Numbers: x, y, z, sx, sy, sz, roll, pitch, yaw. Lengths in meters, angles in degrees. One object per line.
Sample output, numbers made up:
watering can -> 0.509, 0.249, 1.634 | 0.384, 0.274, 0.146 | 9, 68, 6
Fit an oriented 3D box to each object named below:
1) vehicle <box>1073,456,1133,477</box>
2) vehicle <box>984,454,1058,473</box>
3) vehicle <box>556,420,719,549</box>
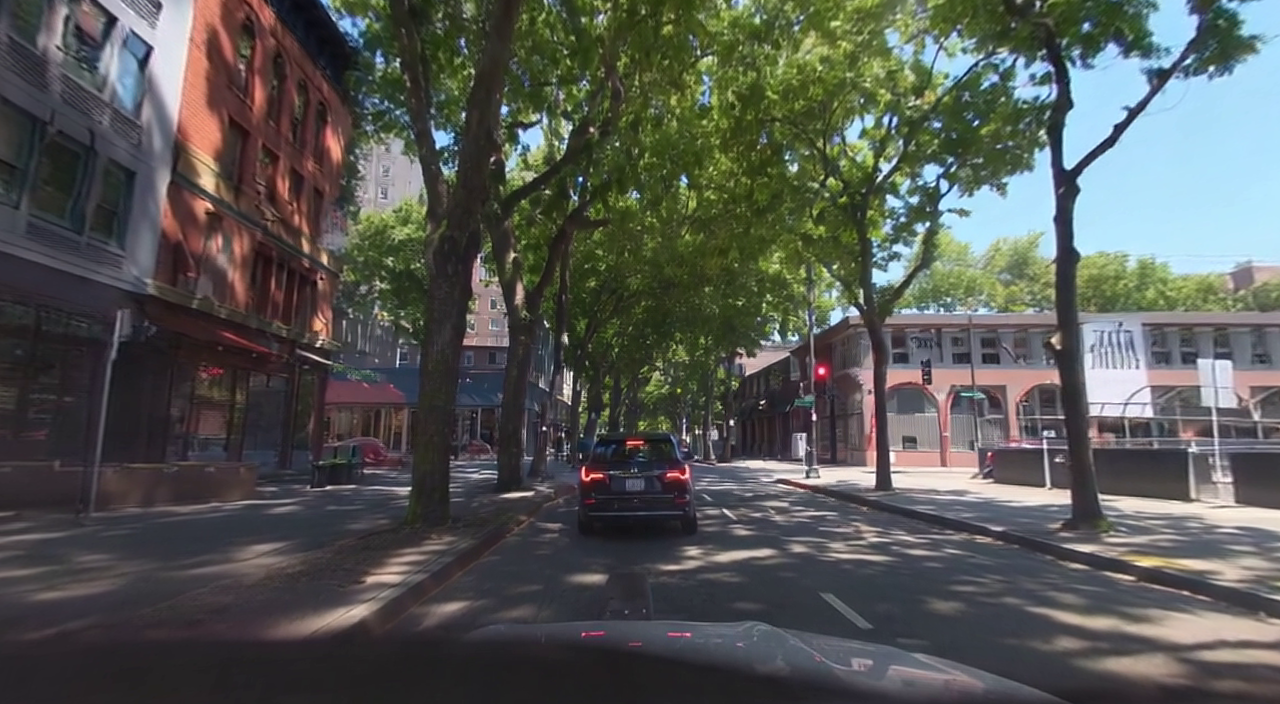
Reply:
vehicle -> 36.251, 8.971, 49.404 | 3.445, 1.363, 1.608 | 3, -7, -1
vehicle -> 29.774, 8.696, 49.308 | 4.668, 1.441, 1.904 | 1, -9, -5
vehicle -> -0.072, 1.985, 10.039 | 2.079, 1.621, 3.861 | 0, -9, -1
